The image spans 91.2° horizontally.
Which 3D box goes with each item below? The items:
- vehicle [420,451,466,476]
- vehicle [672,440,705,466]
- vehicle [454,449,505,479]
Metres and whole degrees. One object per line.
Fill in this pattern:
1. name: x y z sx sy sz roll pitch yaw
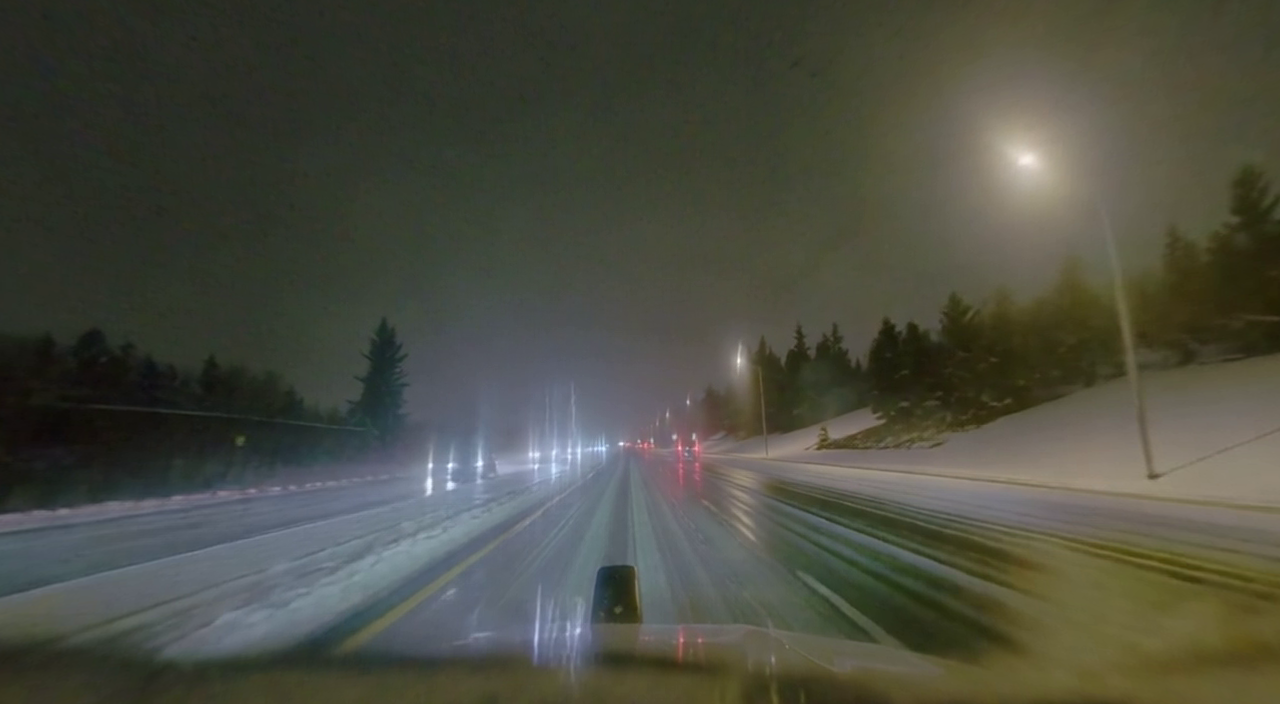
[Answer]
1. vehicle: -13.327 7.526 42.652 1.920 1.572 4.264 0 -9 -3
2. vehicle: 3.291 6.694 41.743 1.972 1.614 4.025 -2 -9 7
3. vehicle: -8.891 6.200 35.070 1.893 1.548 4.117 0 -9 -2
